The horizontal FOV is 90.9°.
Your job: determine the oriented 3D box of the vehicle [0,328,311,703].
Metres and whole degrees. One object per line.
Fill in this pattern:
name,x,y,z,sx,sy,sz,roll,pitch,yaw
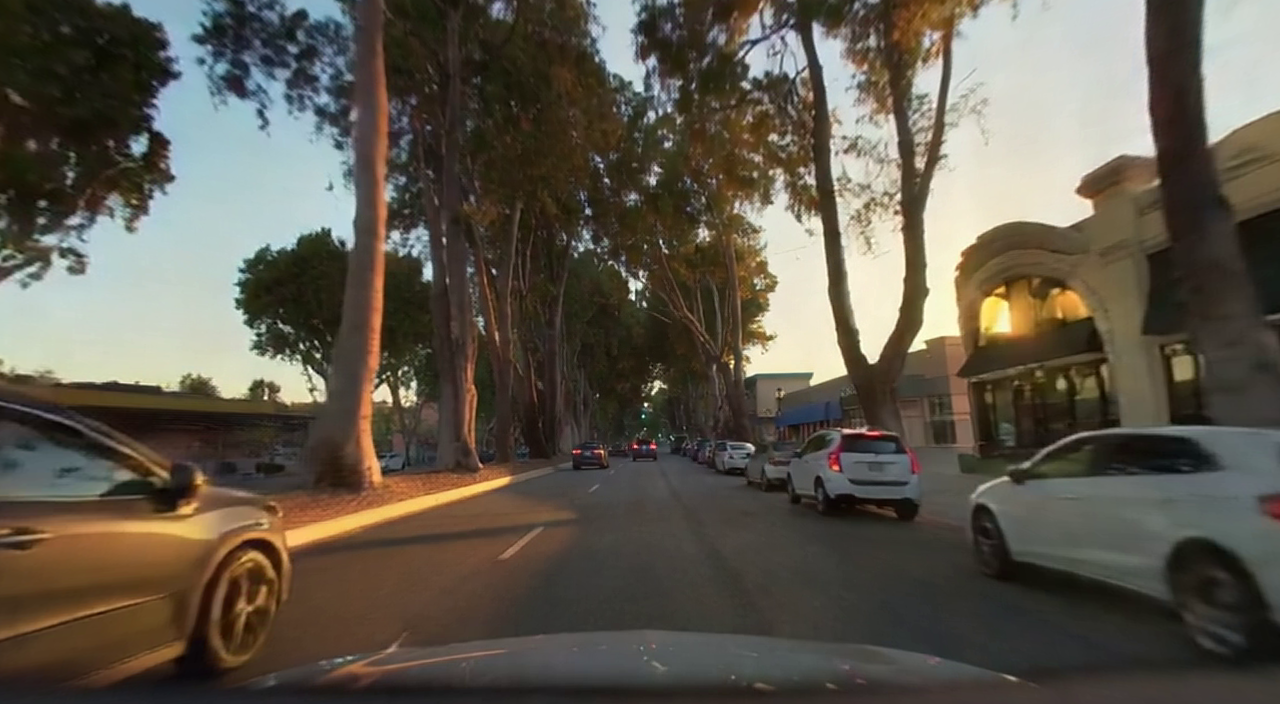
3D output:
vehicle,-3.397,0.722,1.870,2.186,1.708,4.746,0,-8,1

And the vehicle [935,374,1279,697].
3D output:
vehicle,4.379,1.236,5.081,1.900,1.702,4.358,0,-8,1

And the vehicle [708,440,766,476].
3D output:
vehicle,4.366,4.843,29.113,1.887,1.517,4.257,0,-8,-1

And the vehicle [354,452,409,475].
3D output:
vehicle,-18.647,8.068,45.661,1.888,1.500,4.622,-1,-8,2

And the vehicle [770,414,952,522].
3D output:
vehicle,4.263,2.340,13.208,2.068,1.809,4.889,0,-8,0

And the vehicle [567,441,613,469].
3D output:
vehicle,-2.790,5.866,36.113,2.151,1.484,4.468,0,-8,2

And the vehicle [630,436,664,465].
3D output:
vehicle,0.453,6.430,41.229,2.075,1.770,4.018,0,-8,0
